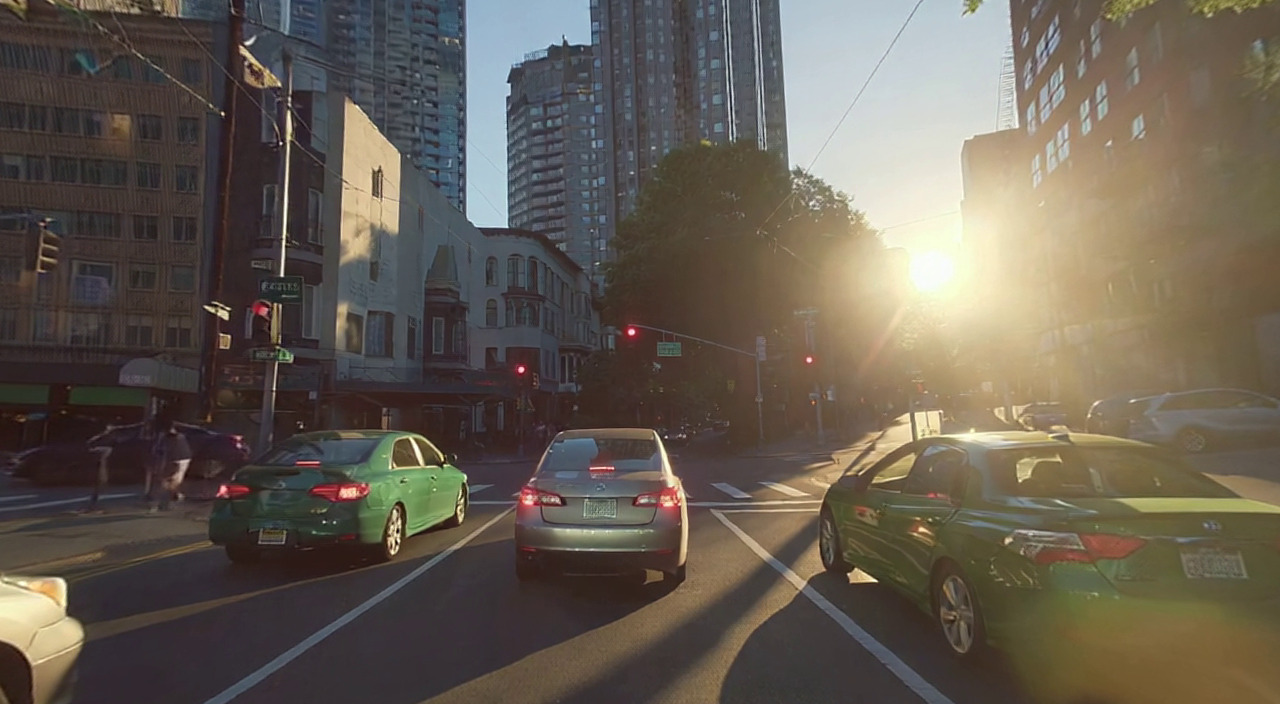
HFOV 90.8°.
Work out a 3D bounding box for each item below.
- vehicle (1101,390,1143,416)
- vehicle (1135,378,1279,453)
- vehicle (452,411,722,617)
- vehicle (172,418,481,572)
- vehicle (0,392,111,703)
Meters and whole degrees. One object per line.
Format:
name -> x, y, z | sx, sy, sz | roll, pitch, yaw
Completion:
vehicle -> 37.316, 4.000, 49.009 | 1.958, 1.667, 4.392 | -5, -10, 30
vehicle -> 21.629, 2.356, 22.876 | 5.863, 2.493, 2.354 | 2, -9, -12
vehicle -> -0.407, 1.497, 6.725 | 1.999, 1.520, 3.896 | 0, -8, 0
vehicle -> -3.685, 1.749, 8.518 | 1.934, 1.522, 4.287 | 0, -8, 0
vehicle -> -3.903, 0.701, 1.171 | 1.995, 1.524, 4.438 | 0, -8, 0
